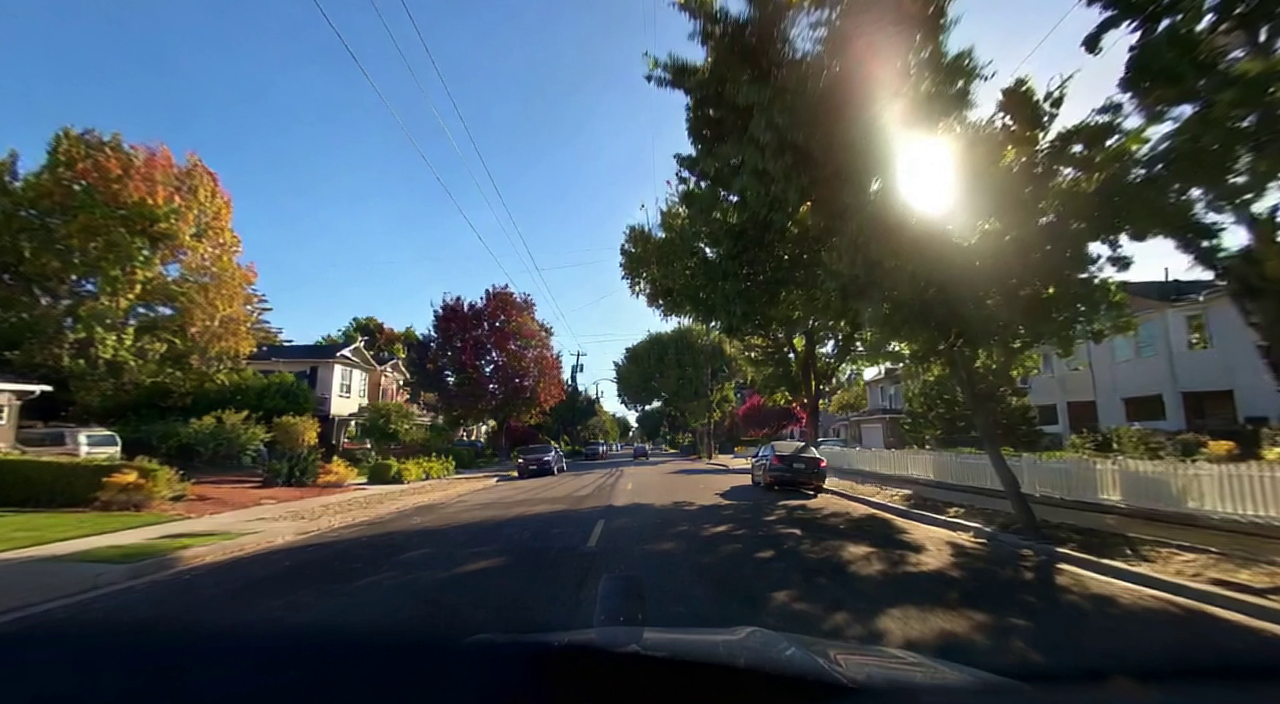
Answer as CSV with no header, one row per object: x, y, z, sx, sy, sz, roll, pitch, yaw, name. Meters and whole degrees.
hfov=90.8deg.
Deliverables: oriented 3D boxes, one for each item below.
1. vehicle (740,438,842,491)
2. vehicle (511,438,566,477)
4.806,3.638,20.823,2.170,1.549,4.178,0,-8,-2,vehicle
-5.069,5.284,32.096,1.970,1.666,4.223,-3,-7,1,vehicle
